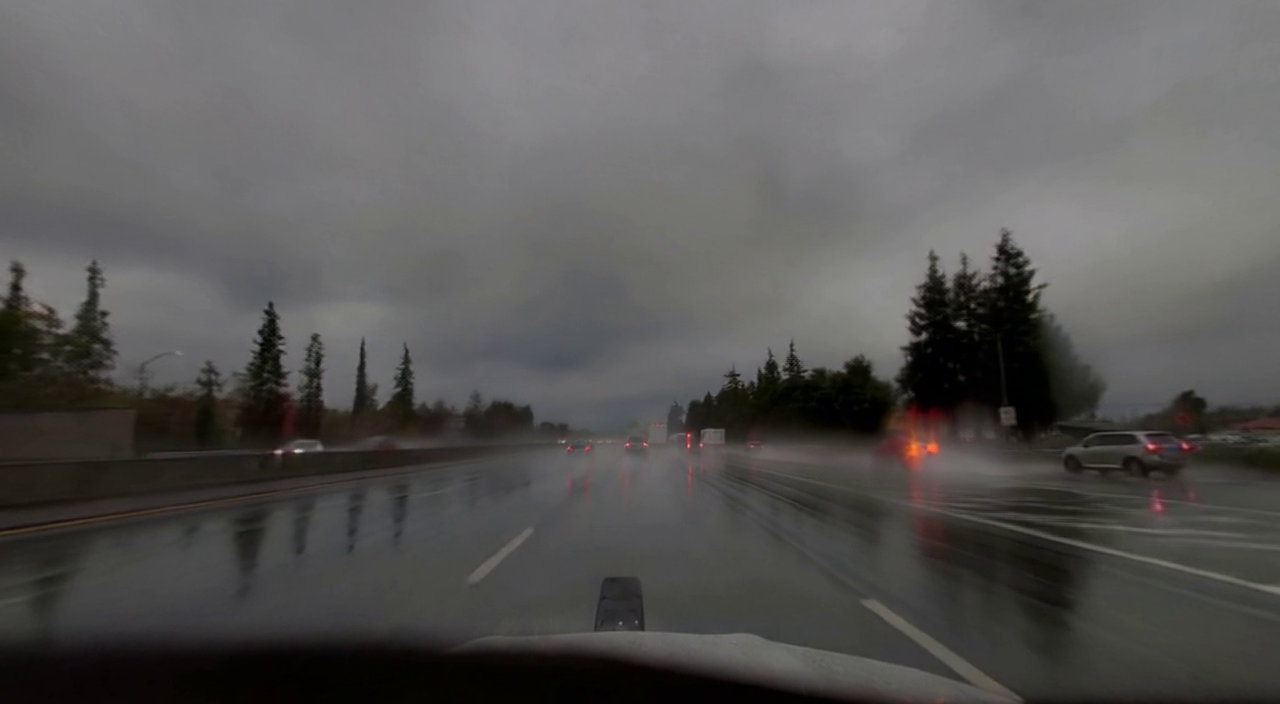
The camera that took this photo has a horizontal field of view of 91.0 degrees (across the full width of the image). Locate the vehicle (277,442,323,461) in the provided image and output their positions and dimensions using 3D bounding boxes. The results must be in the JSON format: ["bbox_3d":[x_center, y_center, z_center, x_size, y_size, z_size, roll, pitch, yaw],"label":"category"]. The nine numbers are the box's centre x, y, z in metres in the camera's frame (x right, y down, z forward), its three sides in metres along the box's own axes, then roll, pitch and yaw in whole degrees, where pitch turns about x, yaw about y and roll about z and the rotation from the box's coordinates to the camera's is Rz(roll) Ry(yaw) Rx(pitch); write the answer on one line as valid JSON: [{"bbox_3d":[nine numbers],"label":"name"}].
[{"bbox_3d":[-24.944,7.285,46.249,1.467,1.343,3.337,0,-9,0],"label":"vehicle"}]

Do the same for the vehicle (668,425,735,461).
[{"bbox_3d":[3.800,6.230,43.001,3.042,2.004,14.051,0,-8,-1],"label":"vehicle"}]

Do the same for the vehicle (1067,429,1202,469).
[{"bbox_3d":[25.588,5.055,32.815,2.139,1.881,5.005,4,-9,-22],"label":"vehicle"}]

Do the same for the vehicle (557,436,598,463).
[{"bbox_3d":[-3.698,5.868,37.969,2.066,1.500,4.415,0,-8,0],"label":"vehicle"}]

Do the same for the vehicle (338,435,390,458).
[{"bbox_3d":[-17.861,6.128,40.872,1.696,1.425,3.560,0,-8,0],"label":"vehicle"}]
